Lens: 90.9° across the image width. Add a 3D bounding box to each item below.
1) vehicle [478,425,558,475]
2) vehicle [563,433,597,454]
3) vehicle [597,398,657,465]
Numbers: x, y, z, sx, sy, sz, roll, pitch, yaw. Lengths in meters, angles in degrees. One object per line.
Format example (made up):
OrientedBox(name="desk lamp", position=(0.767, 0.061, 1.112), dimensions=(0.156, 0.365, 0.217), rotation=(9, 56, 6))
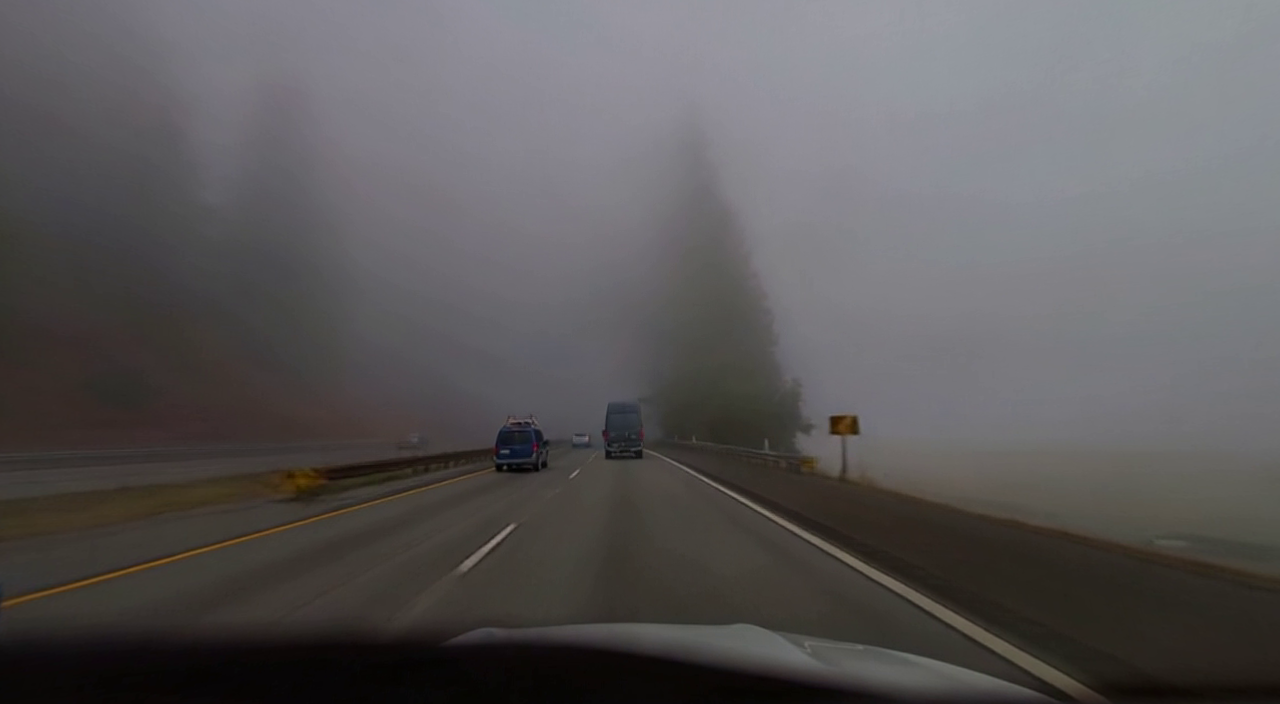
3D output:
OrientedBox(name="vehicle", position=(-4.393, 3.597, 23.421), dimensions=(2.110, 1.636, 4.453), rotation=(0, -8, -1))
OrientedBox(name="vehicle", position=(-4.377, 6.768, 46.859), dimensions=(2.251, 1.459, 4.236), rotation=(0, -8, -2))
OrientedBox(name="vehicle", position=(-0.726, 3.922, 30.938), dimensions=(2.647, 2.896, 6.480), rotation=(0, -8, -3))
